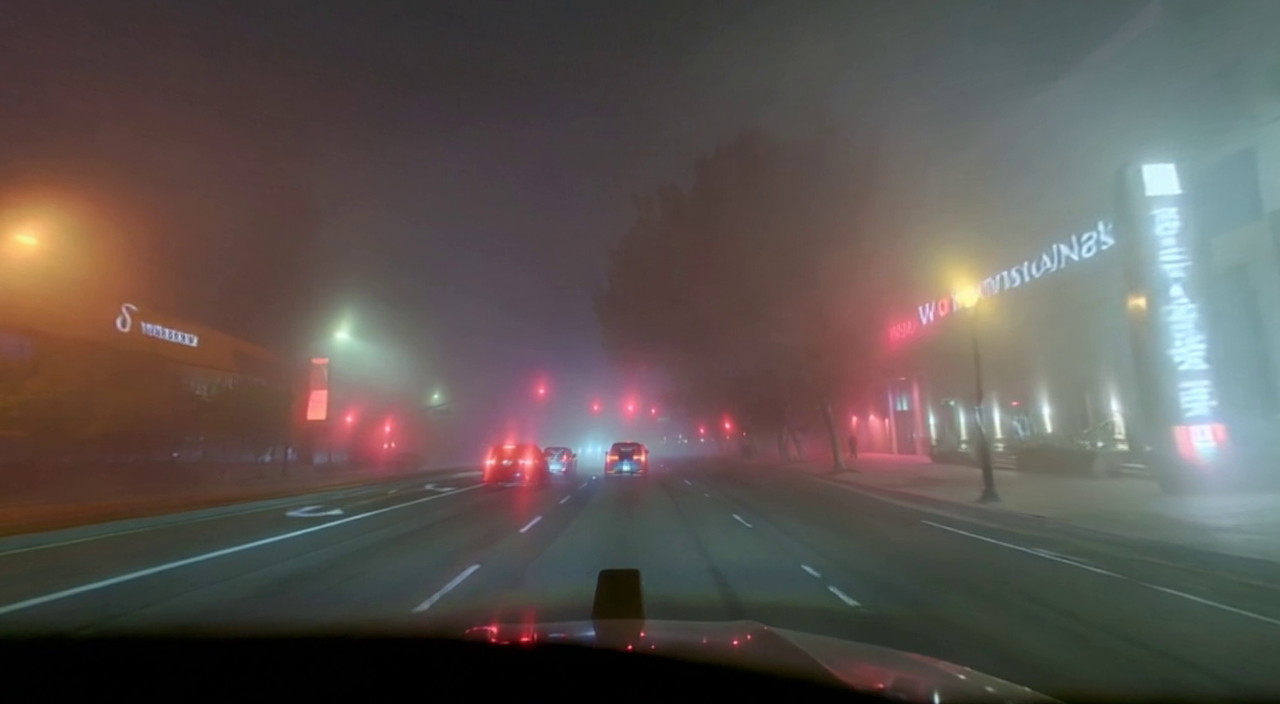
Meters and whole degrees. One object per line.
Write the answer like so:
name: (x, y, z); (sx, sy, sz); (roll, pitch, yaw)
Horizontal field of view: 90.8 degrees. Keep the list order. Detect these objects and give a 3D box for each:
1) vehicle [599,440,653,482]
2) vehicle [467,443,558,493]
vehicle: (-0.529, 4.422, 25.883); (2.042, 1.555, 3.912); (0, -9, 0)
vehicle: (-4.080, 3.780, 20.996); (2.020, 1.457, 4.496); (0, -9, 1)
